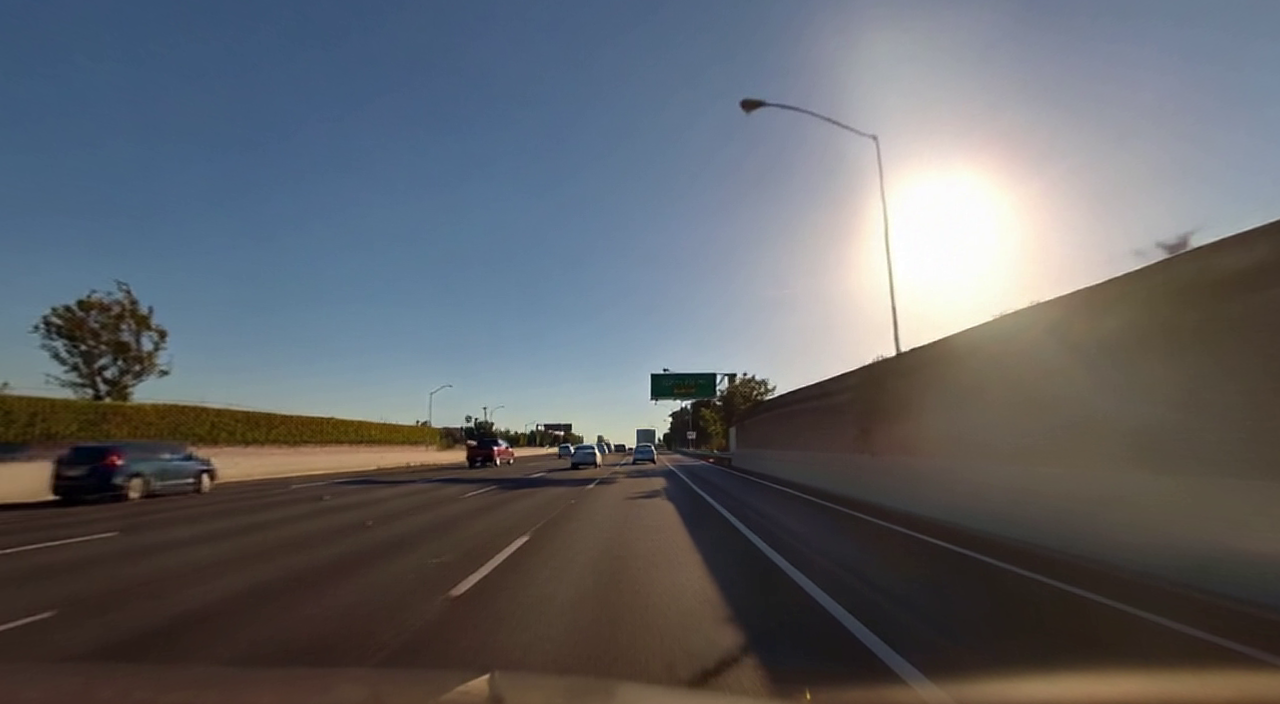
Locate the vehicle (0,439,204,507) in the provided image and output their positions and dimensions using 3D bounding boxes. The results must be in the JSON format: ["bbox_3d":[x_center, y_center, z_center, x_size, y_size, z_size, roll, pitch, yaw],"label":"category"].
[{"bbox_3d":[-13.796,2.983,16.095,1.952,1.469,4.639,-1,-8,1],"label":"vehicle"}]

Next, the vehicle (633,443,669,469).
[{"bbox_3d":[0.648,6.319,38.600,2.073,1.480,4.343,-1,-8,0],"label":"vehicle"}]

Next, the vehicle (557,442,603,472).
[{"bbox_3d":[-3.237,5.755,34.766,2.056,1.480,4.022,-1,-8,1],"label":"vehicle"}]

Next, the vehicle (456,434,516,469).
[{"bbox_3d":[-9.811,6.405,40.841,2.339,2.018,5.790,-1,-8,1],"label":"vehicle"}]
